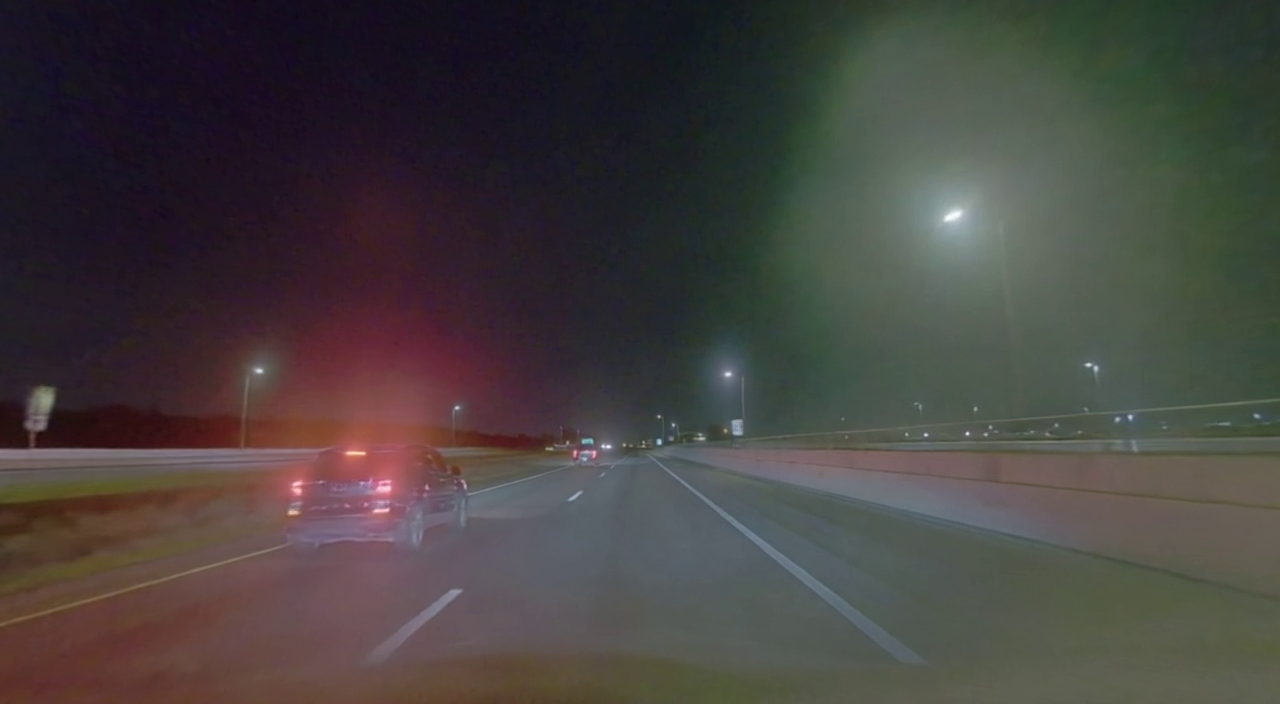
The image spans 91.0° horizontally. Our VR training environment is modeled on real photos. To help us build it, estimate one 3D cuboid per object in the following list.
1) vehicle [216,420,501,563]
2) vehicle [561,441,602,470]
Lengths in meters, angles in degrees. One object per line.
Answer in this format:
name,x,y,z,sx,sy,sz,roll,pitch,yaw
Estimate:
vehicle,-3.646,1.891,9.245,2.195,1.573,4.176,0,-9,1
vehicle,-3.593,6.459,39.637,2.133,1.683,4.340,0,-9,0
